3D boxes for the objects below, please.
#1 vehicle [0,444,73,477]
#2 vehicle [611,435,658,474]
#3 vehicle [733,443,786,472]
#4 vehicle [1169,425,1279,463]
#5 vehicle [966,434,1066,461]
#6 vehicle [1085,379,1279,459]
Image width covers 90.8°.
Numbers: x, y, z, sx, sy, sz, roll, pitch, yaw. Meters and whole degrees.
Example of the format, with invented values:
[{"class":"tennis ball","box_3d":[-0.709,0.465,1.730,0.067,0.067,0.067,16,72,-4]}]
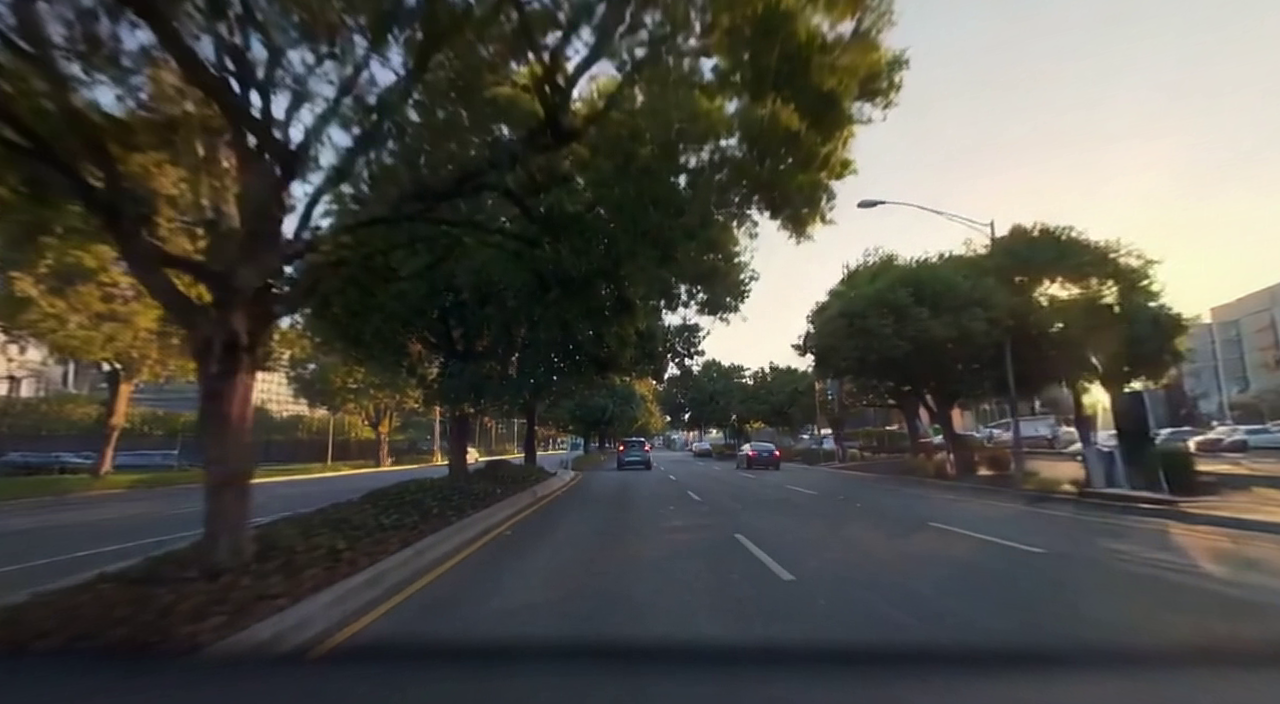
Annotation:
[{"class":"vehicle","box_3d":[-43.315,7.499,43.373,6.003,2.112,2.404,0,-10,-9]},{"class":"vehicle","box_3d":[-0.306,5.164,31.967,2.227,1.794,4.457,0,-8,-1]},{"class":"vehicle","box_3d":[6.797,6.037,36.370,2.029,1.548,4.422,0,-8,-2]},{"class":"vehicle","box_3d":[23.285,3.592,24.604,3.651,1.409,1.857,0,-8,0]},{"class":"vehicle","box_3d":[20.849,5.289,35.119,4.249,1.420,2.039,0,-8,-2]},{"class":"vehicle","box_3d":[23.984,2.942,27.311,7.258,3.283,2.680,0,-8,0]}]
